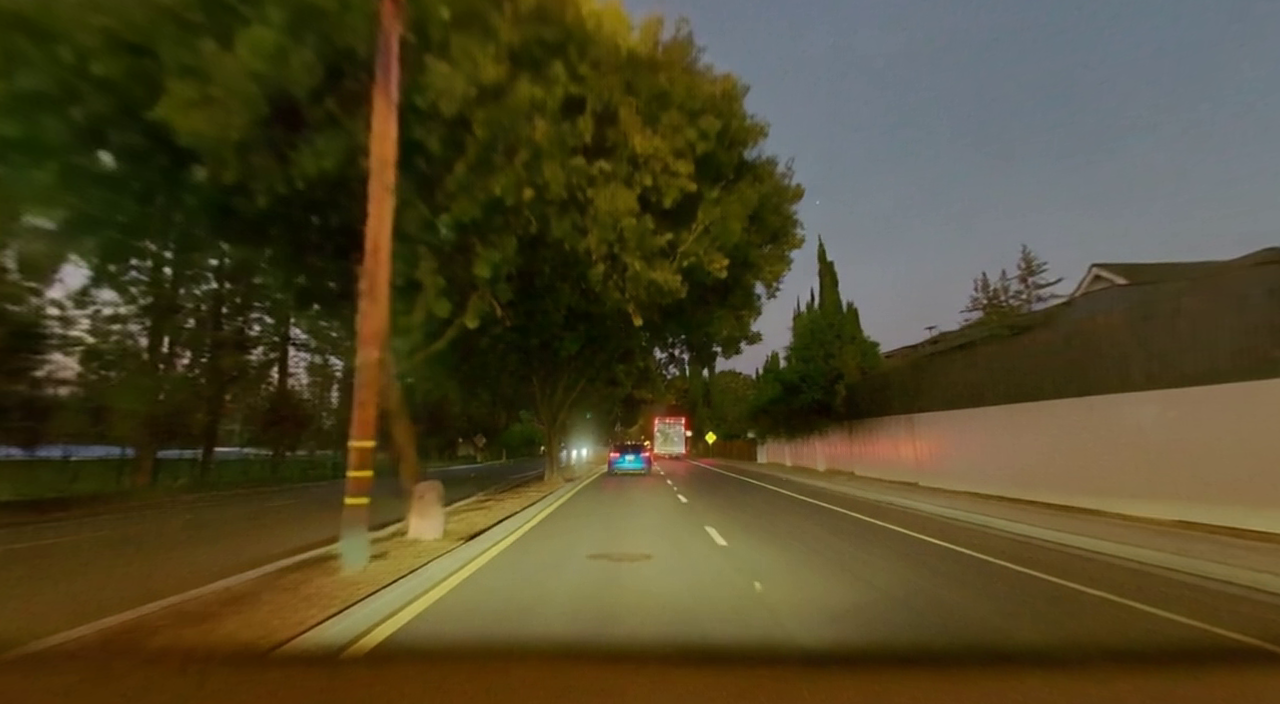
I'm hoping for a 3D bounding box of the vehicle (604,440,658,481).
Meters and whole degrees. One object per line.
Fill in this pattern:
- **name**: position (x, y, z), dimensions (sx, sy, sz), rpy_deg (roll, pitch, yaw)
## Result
- **vehicle**: position (-0.345, 4.348, 25.702), dimensions (2.018, 1.511, 3.993), rpy_deg (0, -8, 0)
